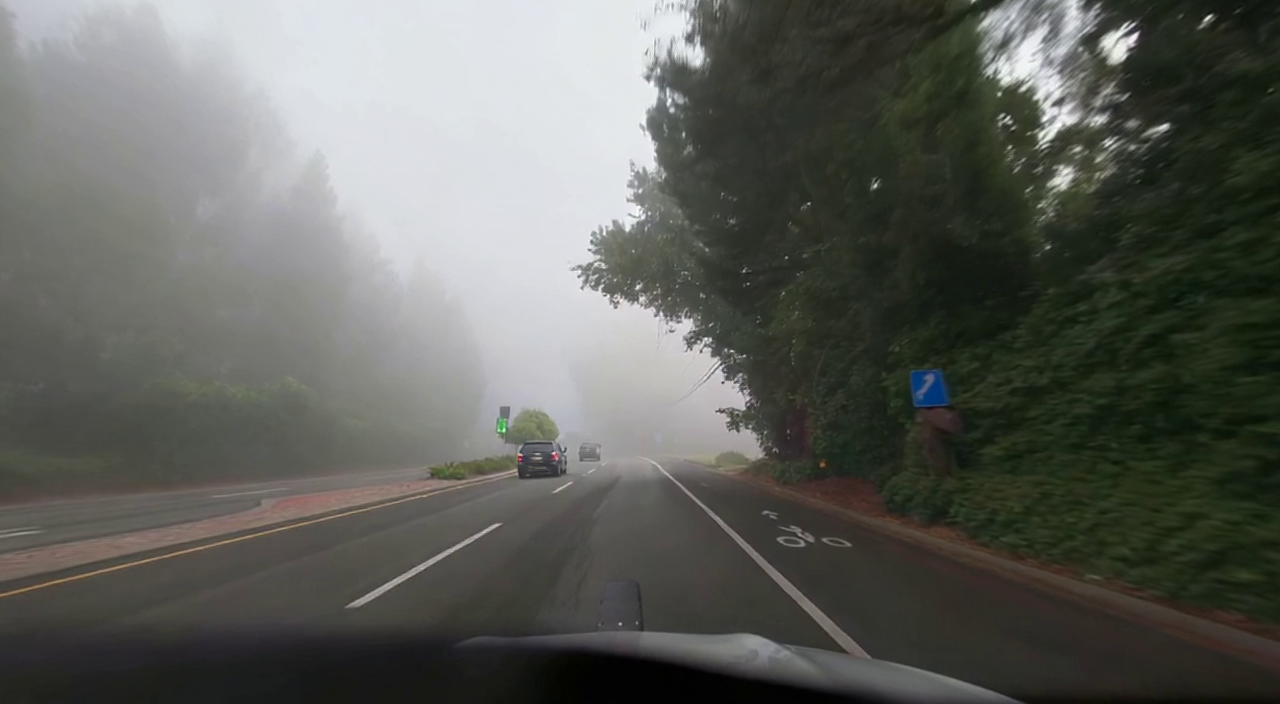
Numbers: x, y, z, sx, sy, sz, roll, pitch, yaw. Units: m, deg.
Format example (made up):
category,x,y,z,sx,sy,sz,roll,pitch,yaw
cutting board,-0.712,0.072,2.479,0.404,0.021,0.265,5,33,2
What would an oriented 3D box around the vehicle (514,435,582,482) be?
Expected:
category,x,y,z,sx,sy,sz,roll,pitch,yaw
vehicle,-4.004,4.743,28.483,2.246,1.885,5.275,0,-9,0
